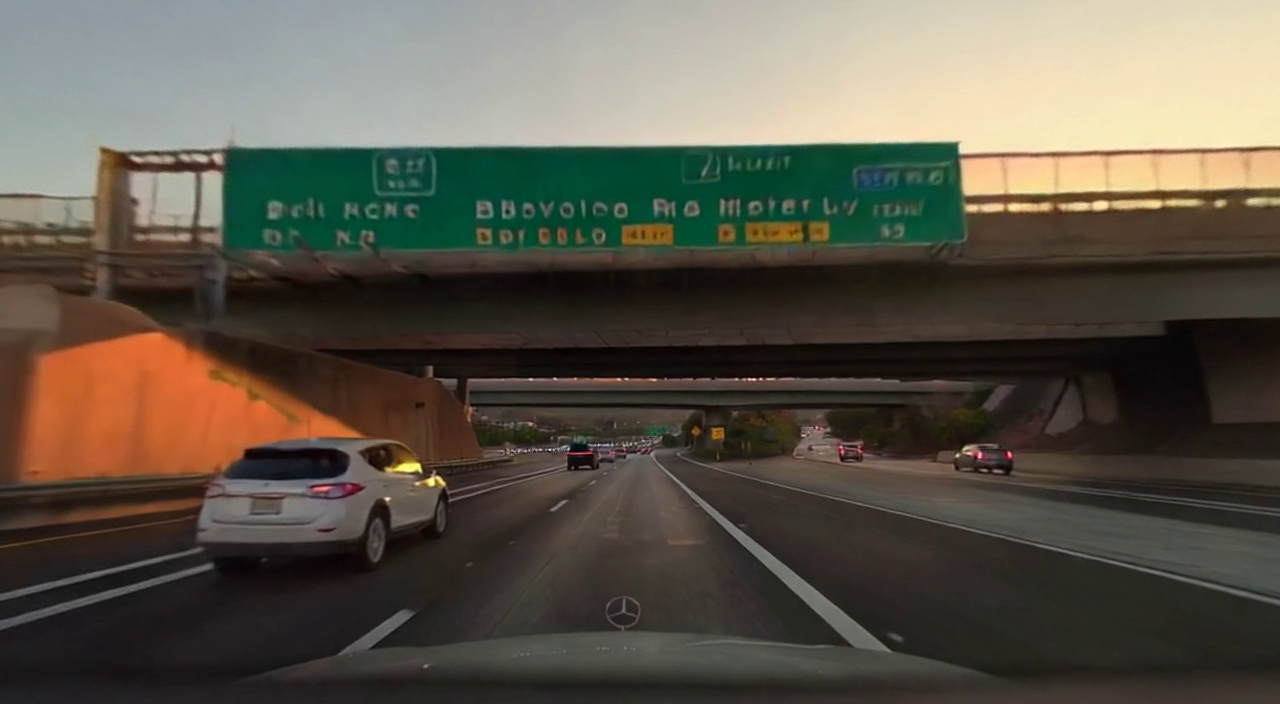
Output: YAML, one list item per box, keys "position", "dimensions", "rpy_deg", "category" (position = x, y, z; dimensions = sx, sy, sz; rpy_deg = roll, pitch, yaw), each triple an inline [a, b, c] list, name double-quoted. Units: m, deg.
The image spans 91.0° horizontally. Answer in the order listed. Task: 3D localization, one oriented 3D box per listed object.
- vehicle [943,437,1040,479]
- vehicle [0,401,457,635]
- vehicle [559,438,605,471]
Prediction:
- position: [16.236, 4.917, 29.422]
  dimensions: [1.991, 1.755, 4.836]
  rpy_deg: [-1, -9, 4]
  category: "vehicle"
- position: [-3.928, 1.626, 7.224]
  dimensions: [2.162, 1.747, 4.791]
  rpy_deg: [0, -9, 1]
  category: "vehicle"
- position: [-3.662, 6.618, 40.786]
  dimensions: [2.420, 1.937, 5.916]
  rpy_deg: [0, -9, 0]
  category: "vehicle"
